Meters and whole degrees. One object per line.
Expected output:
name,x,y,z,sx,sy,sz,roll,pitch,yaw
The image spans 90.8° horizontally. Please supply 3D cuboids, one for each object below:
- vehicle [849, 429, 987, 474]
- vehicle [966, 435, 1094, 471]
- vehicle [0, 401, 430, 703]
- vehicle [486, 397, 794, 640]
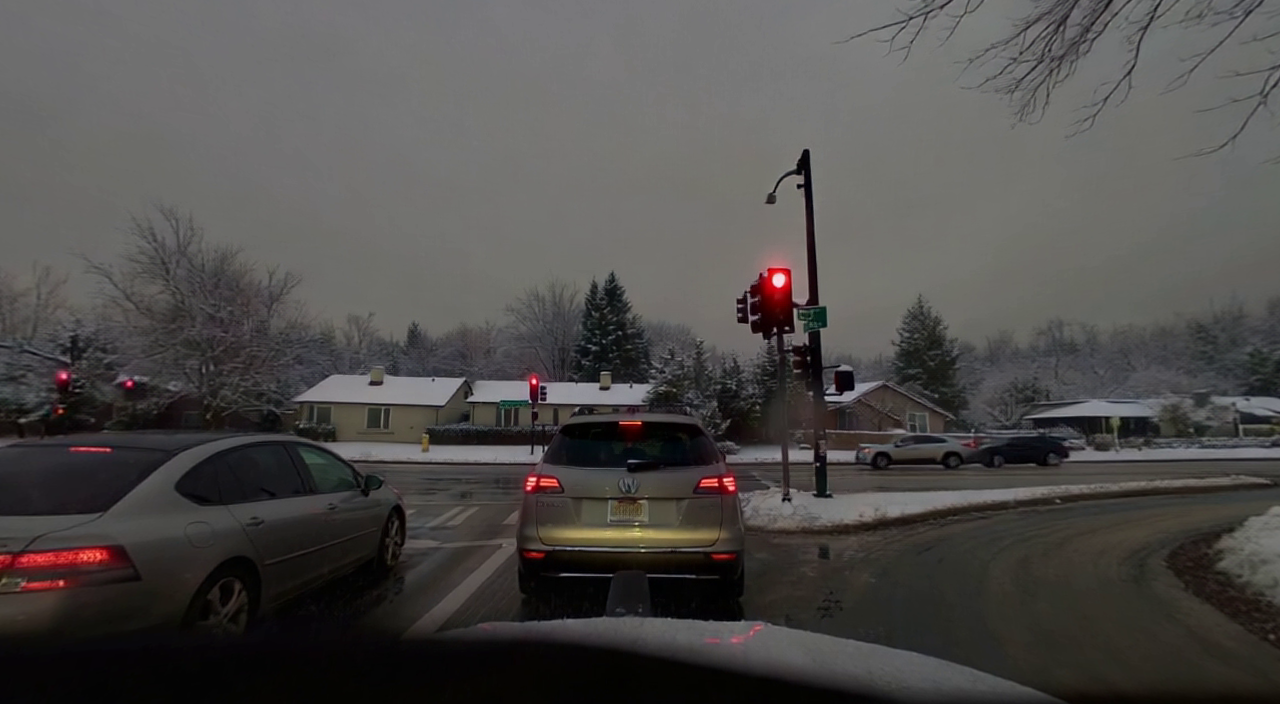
vehicle,11.688,4.224,26.907,4.887,1.769,2.035,-1,-9,6
vehicle,18.174,4.719,29.654,4.639,1.621,1.867,-1,-9,6
vehicle,-3.299,1.271,4.727,2.035,1.492,4.415,0,-9,-2
vehicle,-0.142,1.469,6.572,2.154,1.670,4.140,1,-9,-4
